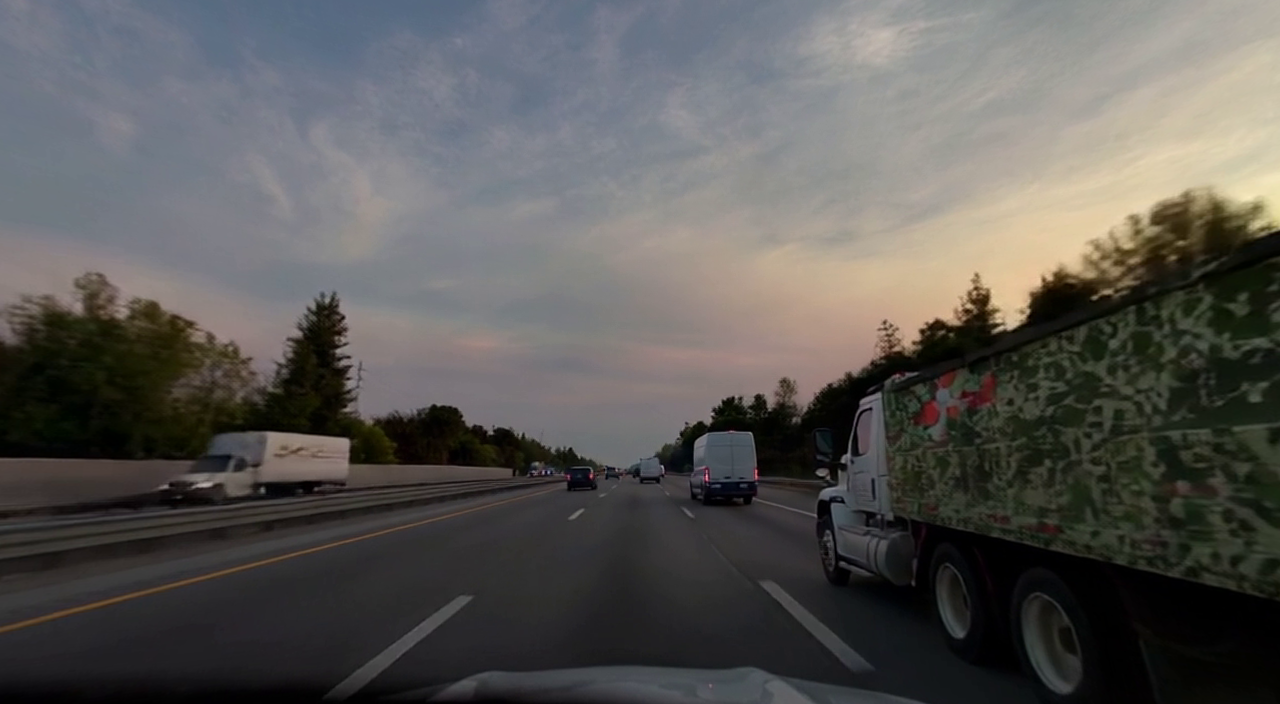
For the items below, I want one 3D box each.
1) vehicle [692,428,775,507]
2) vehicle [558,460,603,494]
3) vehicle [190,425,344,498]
[{"bbox_3d":[3.855,4.976,27.192,2.703,2.988,5.097,1,-11,-1],"label":"vehicle"},{"bbox_3d":[-3.511,7.519,37.991,2.204,1.852,4.661,1,-11,0],"label":"vehicle"},{"bbox_3d":[-19.545,5.947,33.901,2.866,3.364,8.471,1,-11,1],"label":"vehicle"}]
